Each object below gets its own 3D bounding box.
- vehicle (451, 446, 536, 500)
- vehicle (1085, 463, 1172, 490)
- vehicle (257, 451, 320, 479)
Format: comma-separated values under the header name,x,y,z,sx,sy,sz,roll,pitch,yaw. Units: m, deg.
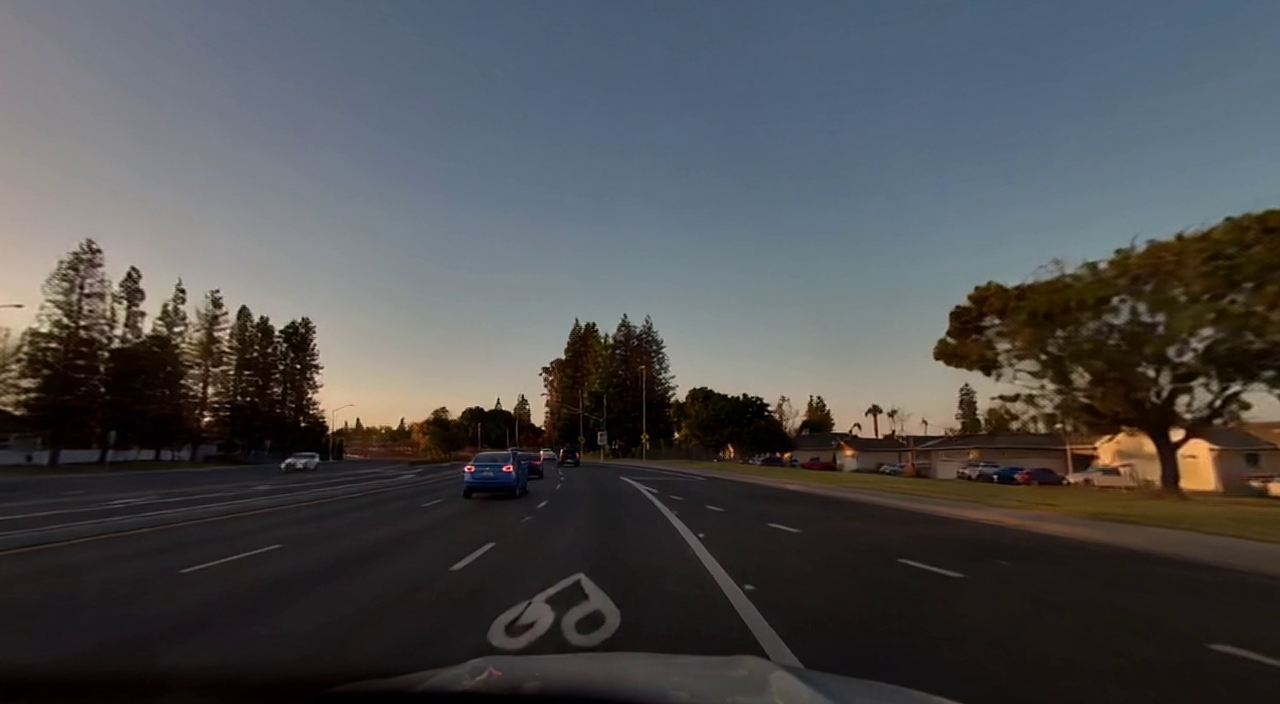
name,x,y,z,sx,sy,sz,roll,pitch,yaw
vehicle,-4.961,4.122,22.052,2.098,1.613,4.606,0,-8,-3
vehicle,35.965,9.173,46.685,1.973,1.671,5.072,1,-8,-7
vehicle,-22.100,7.076,39.871,1.844,1.582,4.218,0,-8,-5
